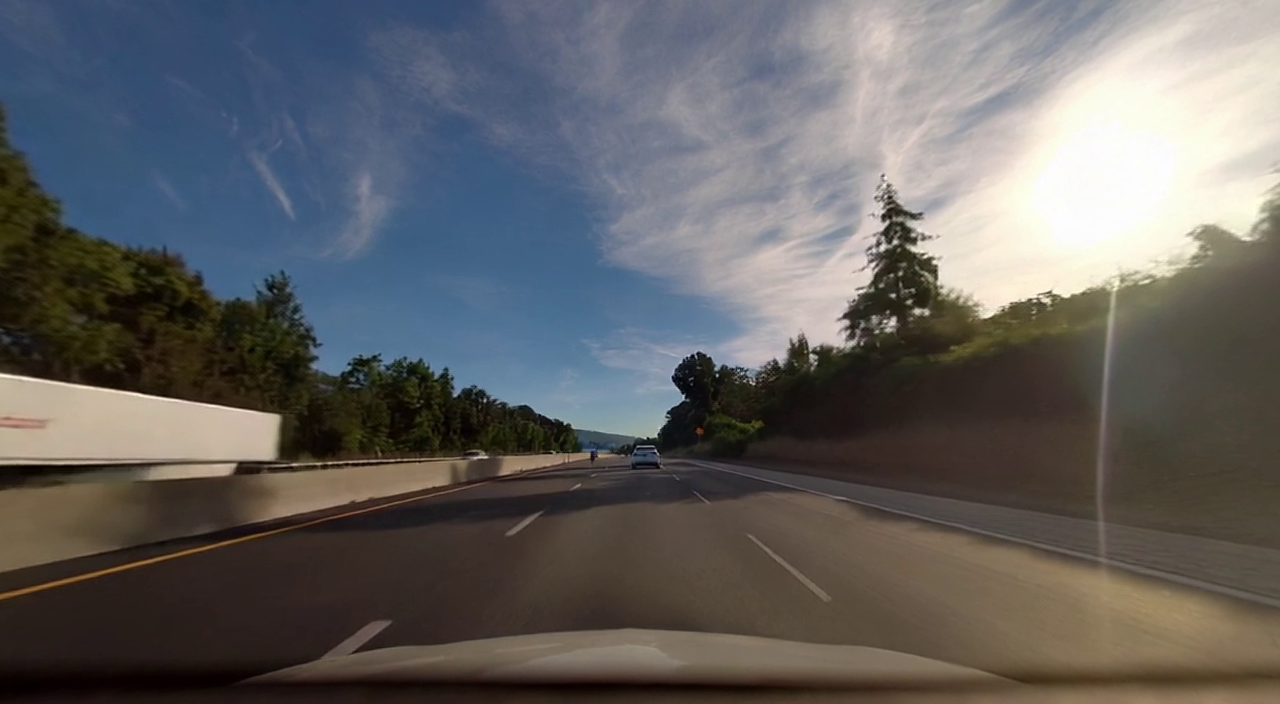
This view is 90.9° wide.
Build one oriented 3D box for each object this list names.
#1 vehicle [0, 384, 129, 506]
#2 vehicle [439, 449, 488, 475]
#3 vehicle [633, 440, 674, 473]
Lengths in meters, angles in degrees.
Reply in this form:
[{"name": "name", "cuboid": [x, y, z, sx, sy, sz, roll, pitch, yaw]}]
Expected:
[{"name": "vehicle", "cuboid": [-19.571, 2.855, 19.204, 2.912, 3.401, 5.791, 0, -9, 0]}, {"name": "vehicle", "cuboid": [-11.324, 7.105, 40.772, 1.963, 1.488, 4.248, -2, -9, 0]}, {"name": "vehicle", "cuboid": [0.764, 6.068, 36.704, 2.247, 1.825, 4.036, 0, -9, 0]}]
